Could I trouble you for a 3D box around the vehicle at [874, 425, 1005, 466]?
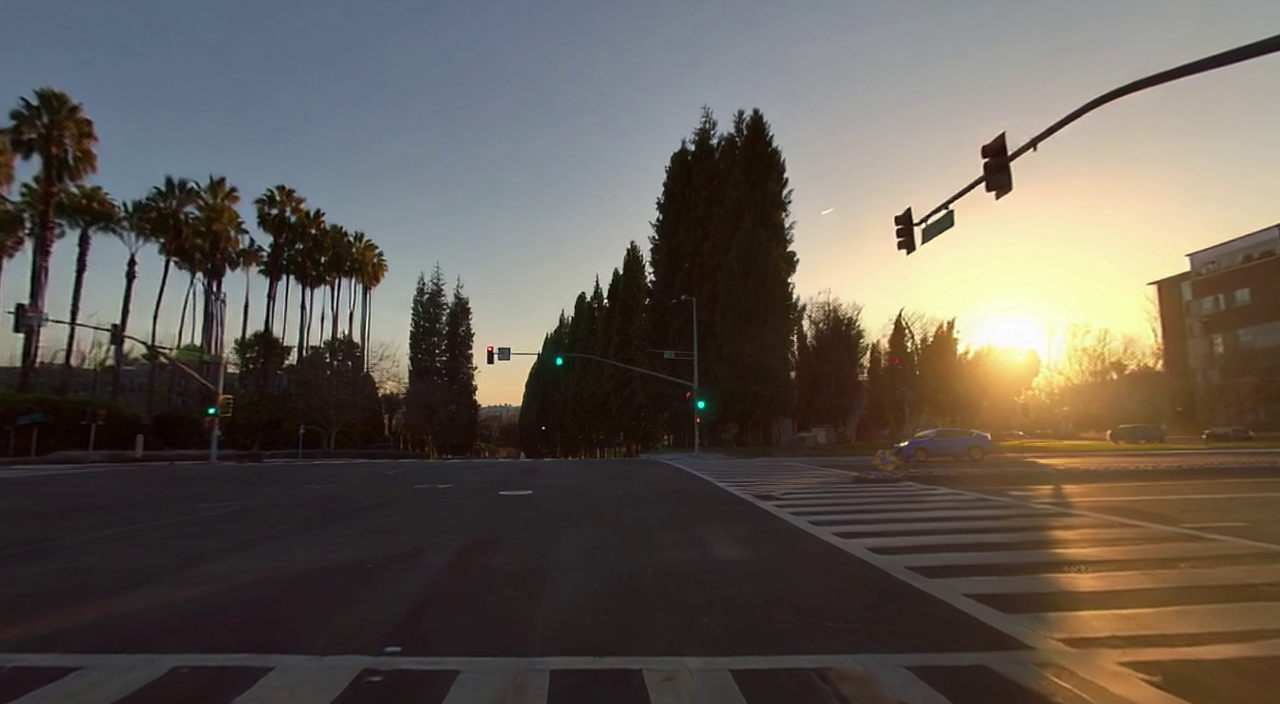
[{"bbox_3d":[13.379,4.214,28.280,4.820,1.751,2.050,0,-8,-2],"label":"vehicle"}]
